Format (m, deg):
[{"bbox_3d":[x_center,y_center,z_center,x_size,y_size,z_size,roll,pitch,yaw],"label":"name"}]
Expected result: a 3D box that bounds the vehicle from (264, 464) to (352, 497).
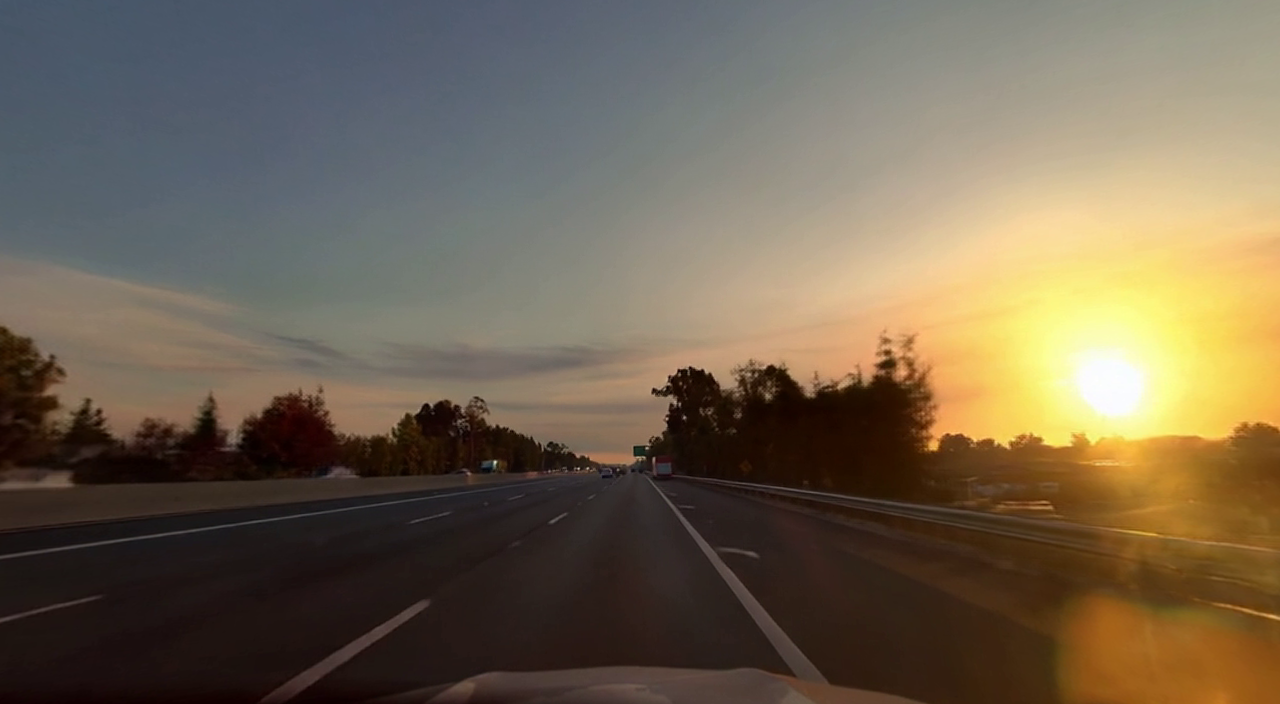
[{"bbox_3d":[-16.107,6.252,30.846,1.866,1.444,4.404,0,-11,0],"label":"vehicle"}]
